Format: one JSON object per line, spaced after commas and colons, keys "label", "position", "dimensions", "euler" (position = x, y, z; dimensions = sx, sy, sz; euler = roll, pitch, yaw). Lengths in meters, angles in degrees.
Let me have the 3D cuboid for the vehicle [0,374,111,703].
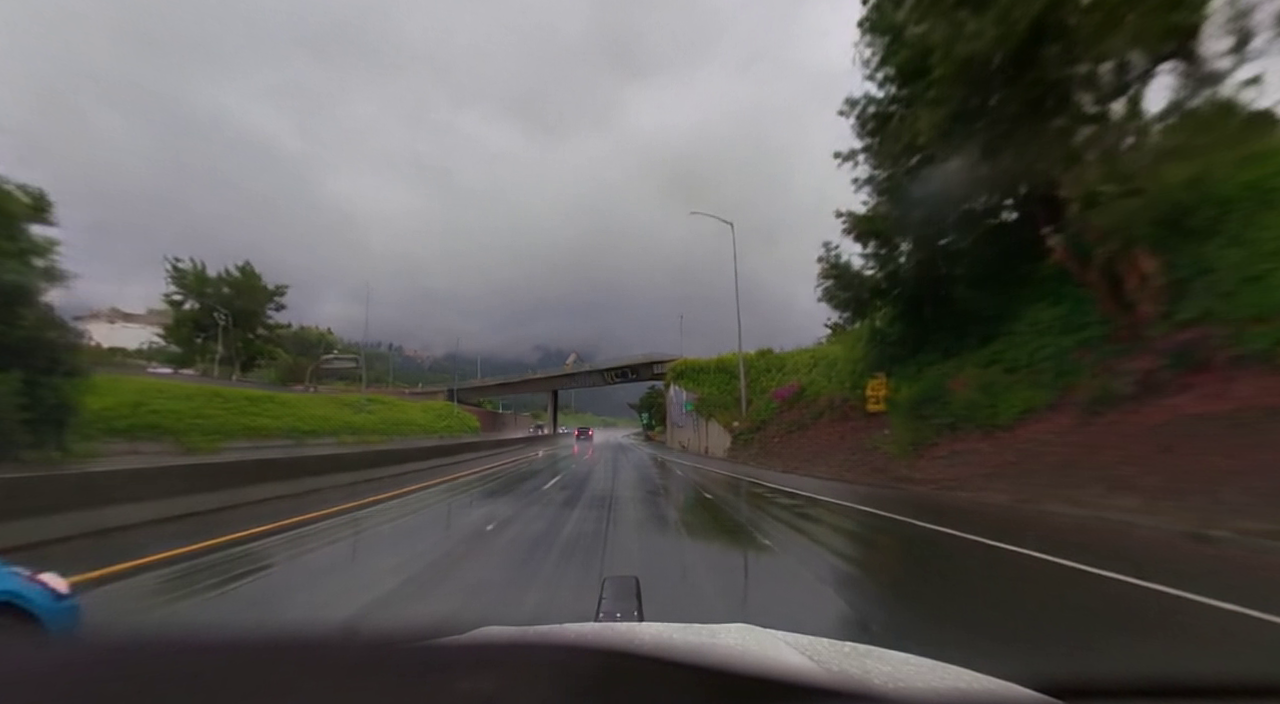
{"label": "vehicle", "position": [-3.426, 0.612, 0.459], "dimensions": [2.108, 1.555, 4.574], "euler": [0, -8, 0]}
